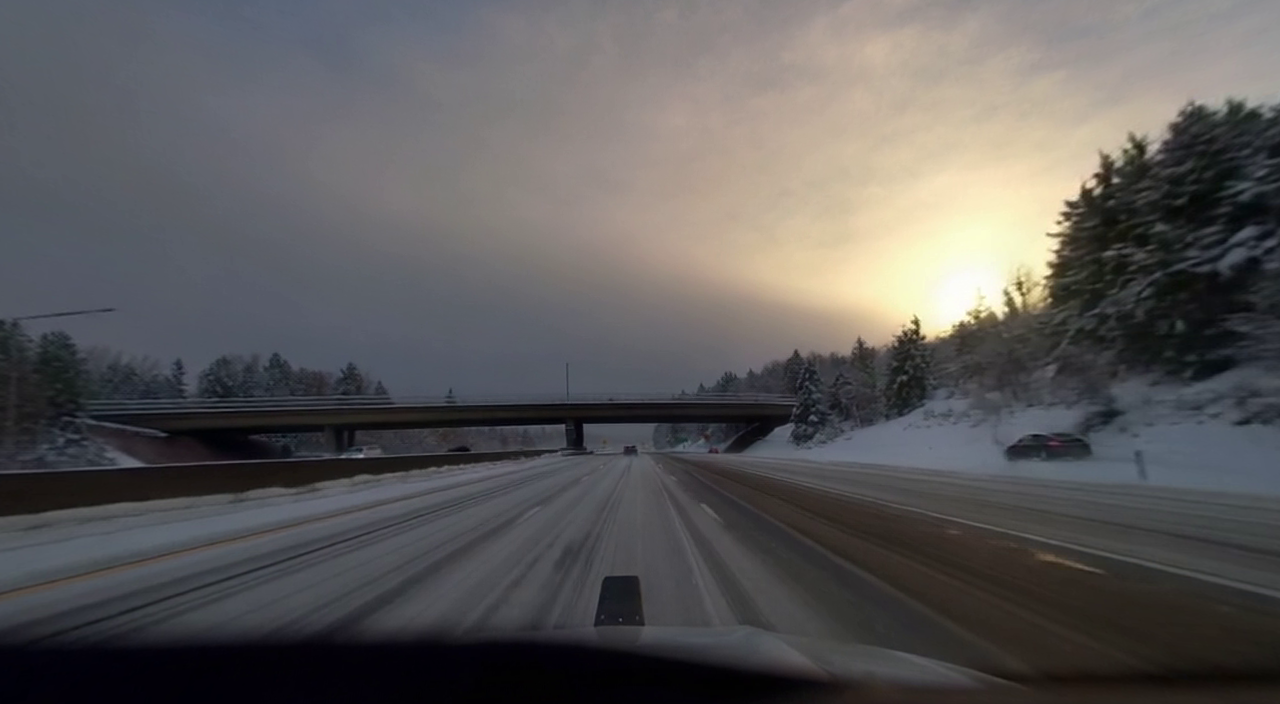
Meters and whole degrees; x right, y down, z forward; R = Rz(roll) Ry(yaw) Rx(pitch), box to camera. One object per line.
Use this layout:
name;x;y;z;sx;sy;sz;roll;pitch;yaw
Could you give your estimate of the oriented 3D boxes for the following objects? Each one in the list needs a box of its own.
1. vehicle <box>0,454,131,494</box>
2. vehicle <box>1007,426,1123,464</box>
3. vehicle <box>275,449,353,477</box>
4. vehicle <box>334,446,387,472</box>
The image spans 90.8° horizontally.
vehicle;-24.099;5.049;26.530;1.902;1.452;4.441;0;-9;-3
vehicle;18.565;4.123;27.901;1.916;1.508;4.485;0;-9;-2
vehicle;-18.656;6.339;36.436;2.035;1.485;4.729;0;-9;-1
vehicle;-19.673;7.504;44.718;2.048;1.713;4.709;1;-9;-7
